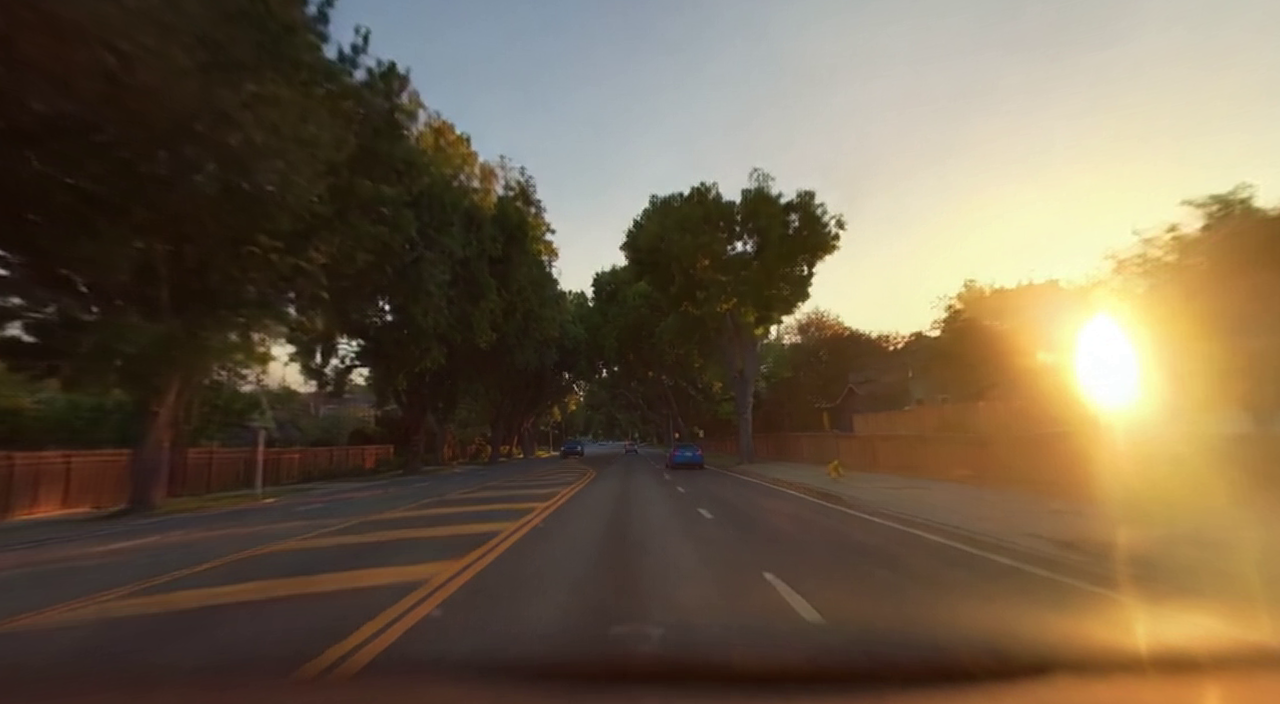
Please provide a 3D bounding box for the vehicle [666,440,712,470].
[{"bbox_3d":[2.480,5.355,33.153,1.991,1.476,4.153,0,-8,-1],"label":"vehicle"}]
